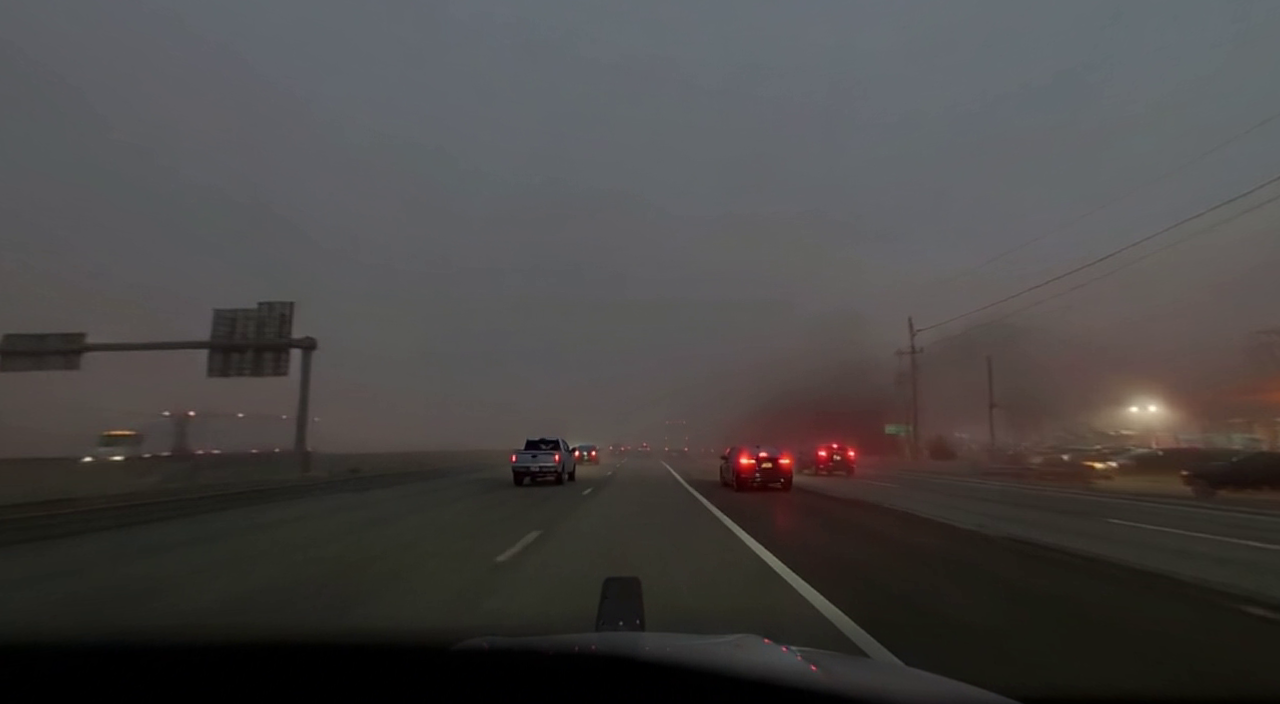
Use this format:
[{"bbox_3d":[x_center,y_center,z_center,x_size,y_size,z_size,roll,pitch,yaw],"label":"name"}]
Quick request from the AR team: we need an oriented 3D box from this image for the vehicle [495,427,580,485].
[{"bbox_3d":[-3.490,3.664,22.372,2.130,1.799,4.583,0,-9,1],"label":"vehicle"}]

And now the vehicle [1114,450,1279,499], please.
[{"bbox_3d":[27.906,6.130,31.762,5.755,2.190,2.484,-2,-9,2],"label":"vehicle"}]

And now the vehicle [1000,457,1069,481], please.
[{"bbox_3d":[29.397,8.716,46.971,3.800,1.507,1.789,-3,-9,3],"label":"vehicle"}]

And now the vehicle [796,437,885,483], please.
[{"bbox_3d":[7.561,4.114,24.238,2.075,1.587,3.947,0,-9,-1],"label":"vehicle"}]

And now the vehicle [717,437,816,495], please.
[{"bbox_3d":[3.580,3.328,18.742,1.980,1.501,4.433,0,-9,-1],"label":"vehicle"}]

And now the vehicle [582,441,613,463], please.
[{"bbox_3d":[-3.046,7.334,46.260,1.929,1.521,4.097,0,-9,1],"label":"vehicle"}]

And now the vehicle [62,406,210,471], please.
[{"bbox_3d":[-31.843,5.574,40.297,3.047,3.762,7.103,0,-9,4],"label":"vehicle"}]
